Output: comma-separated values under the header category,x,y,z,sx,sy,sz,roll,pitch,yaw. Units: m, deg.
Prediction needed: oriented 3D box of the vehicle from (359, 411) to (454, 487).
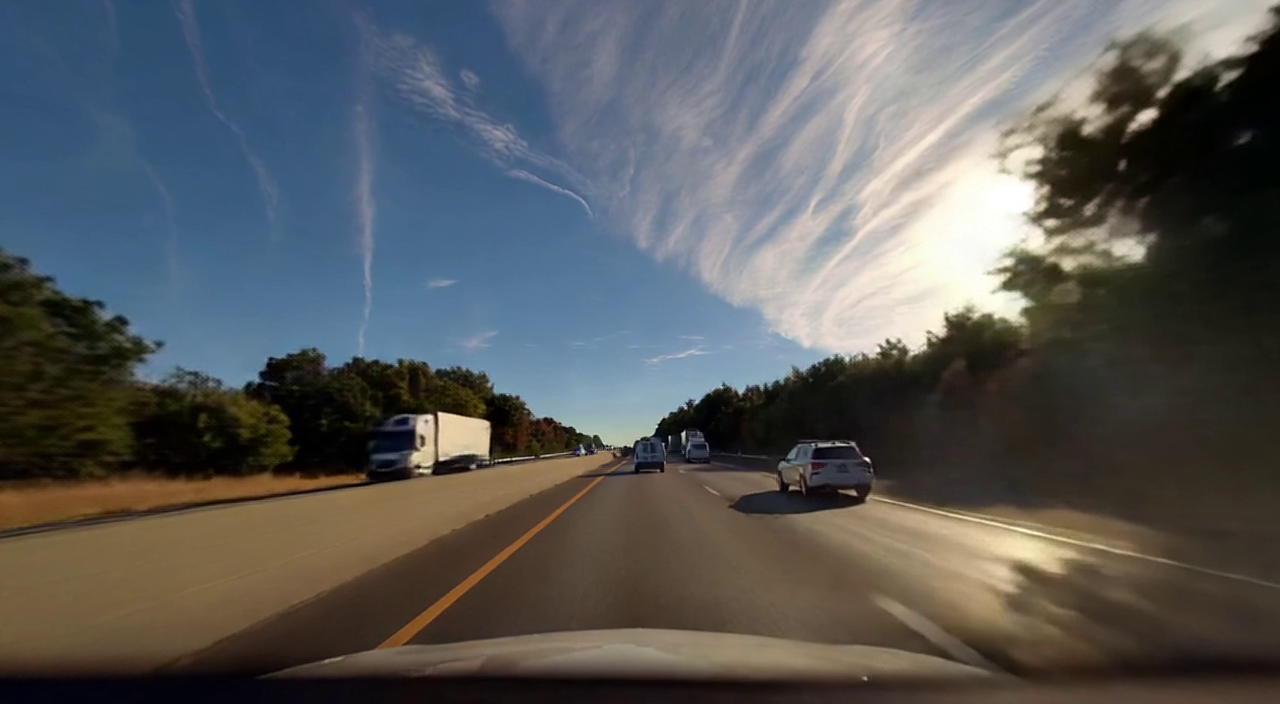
category,x,y,z,sx,sy,sz,roll,pitch,yaw
vehicle,-13.107,5.501,35.979,2.962,3.957,5.870,0,-9,1

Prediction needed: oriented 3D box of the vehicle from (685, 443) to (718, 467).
category,x,y,z,sx,sy,sz,roll,pitch,yaw
vehicle,4.493,7.643,46.837,1.961,1.689,3.971,0,-9,-1

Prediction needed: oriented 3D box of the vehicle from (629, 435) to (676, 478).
category,x,y,z,sx,sy,sz,roll,pitch,yaw
vehicle,0.581,5.053,30.733,2.143,1.925,4.101,0,-9,0

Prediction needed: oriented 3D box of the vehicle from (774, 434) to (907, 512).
category,x,y,z,sx,sy,sz,roll,pitch,yaw
vehicle,4.506,2.756,14.756,1.868,1.566,3.509,0,-9,-1

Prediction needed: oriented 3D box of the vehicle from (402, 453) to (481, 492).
category,x,y,z,sx,sy,sz,roll,pitch,yaw
vehicle,-8.440,5.146,27.208,1.907,1.491,4.426,0,-9,1
